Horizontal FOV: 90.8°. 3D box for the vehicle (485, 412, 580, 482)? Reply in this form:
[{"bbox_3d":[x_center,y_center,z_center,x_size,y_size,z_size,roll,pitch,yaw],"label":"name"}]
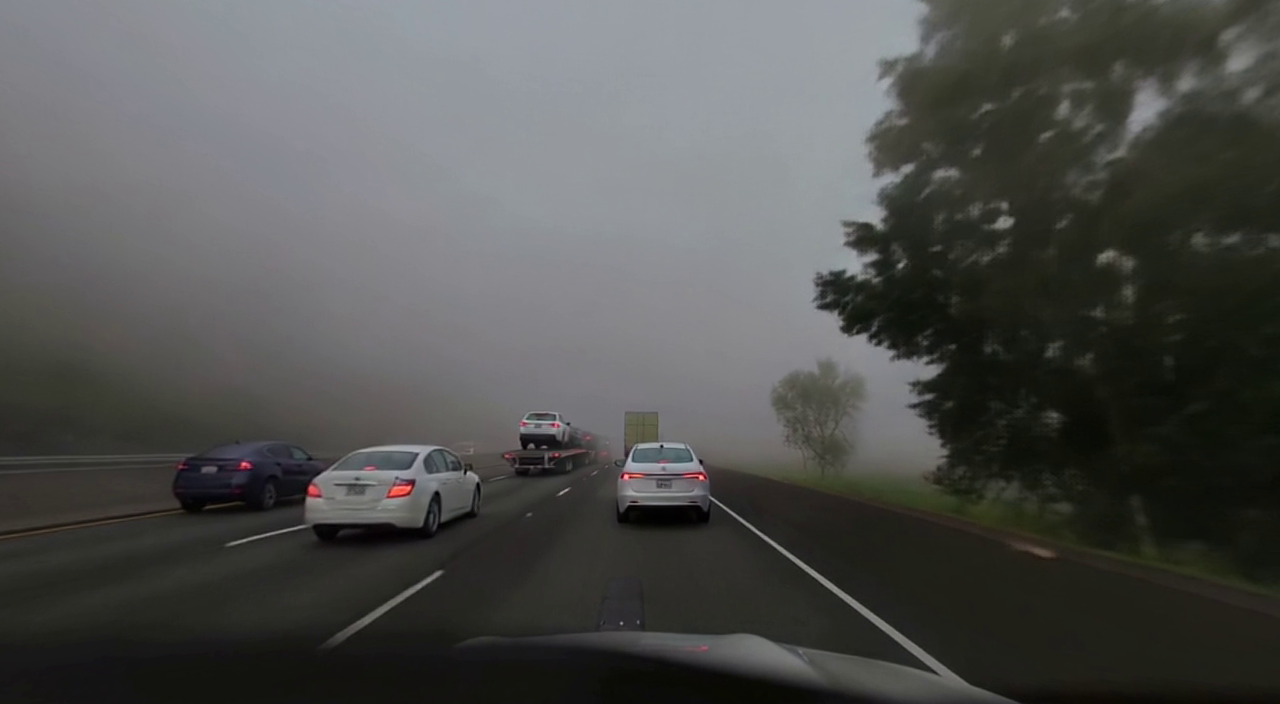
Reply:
[{"bbox_3d":[-2.675,2.495,16.616,2.031,1.594,4.103,0,-9,-4],"label":"vehicle"}]

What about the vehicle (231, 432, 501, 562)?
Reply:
[{"bbox_3d":[-3.656,2.015,9.557,1.947,1.470,4.526,0,-9,2],"label":"vehicle"}]

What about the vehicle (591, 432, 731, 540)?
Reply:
[{"bbox_3d":[0.318,2.171,10.734,1.991,1.507,3.391,0,-9,1],"label":"vehicle"}]

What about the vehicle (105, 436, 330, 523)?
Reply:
[{"bbox_3d":[-8.403,2.543,13.100,1.888,1.507,3.949,0,-9,0],"label":"vehicle"}]
